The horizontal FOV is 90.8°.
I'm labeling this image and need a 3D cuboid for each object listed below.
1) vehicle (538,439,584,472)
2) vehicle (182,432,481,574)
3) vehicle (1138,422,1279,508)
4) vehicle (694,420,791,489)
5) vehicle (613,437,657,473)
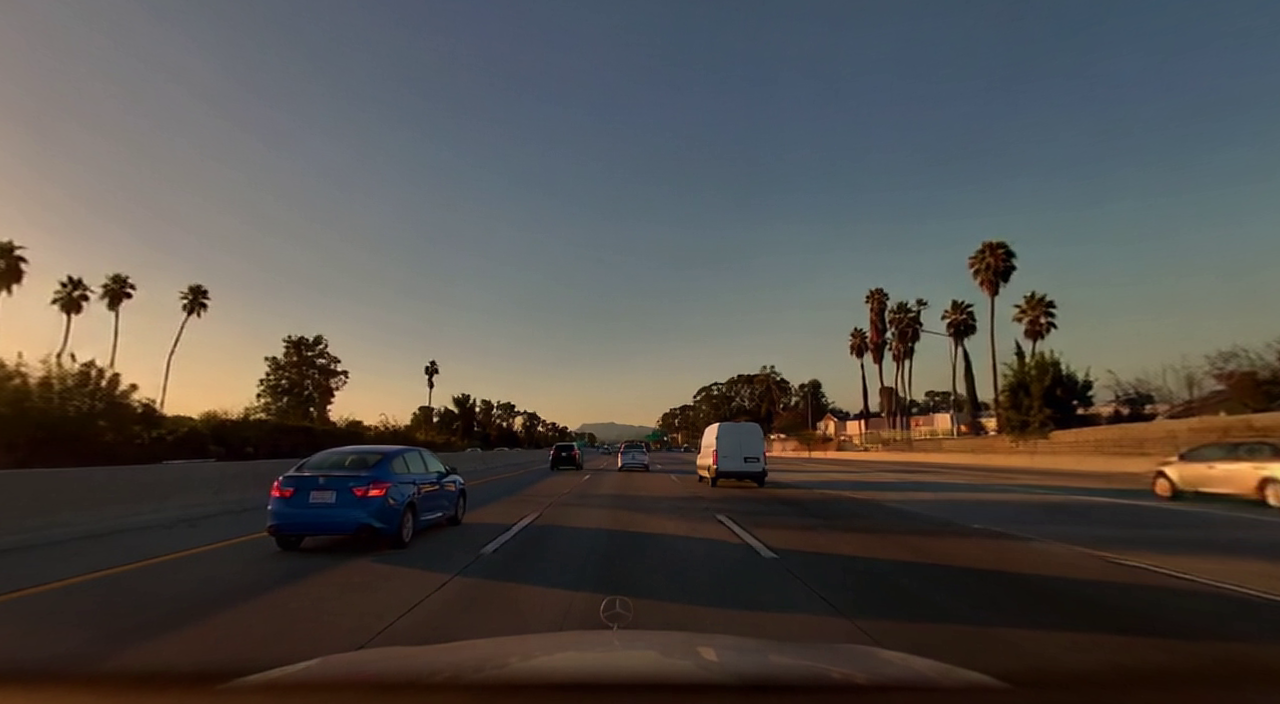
[{"bbox_3d":[-4.518,6.013,36.989,2.109,1.793,4.613,0,-9,0],"label":"vehicle"},{"bbox_3d":[-3.786,1.923,8.868,1.991,1.469,4.381,0,-9,0],"label":"vehicle"},{"bbox_3d":[13.865,2.446,13.832,2.010,1.721,4.871,0,-9,2],"label":"vehicle"},{"bbox_3d":[3.382,3.561,22.193,2.250,2.074,5.723,0,-9,-2],"label":"vehicle"},{"bbox_3d":[-0.269,5.459,33.589,2.212,1.786,4.198,0,-9,-1],"label":"vehicle"}]
